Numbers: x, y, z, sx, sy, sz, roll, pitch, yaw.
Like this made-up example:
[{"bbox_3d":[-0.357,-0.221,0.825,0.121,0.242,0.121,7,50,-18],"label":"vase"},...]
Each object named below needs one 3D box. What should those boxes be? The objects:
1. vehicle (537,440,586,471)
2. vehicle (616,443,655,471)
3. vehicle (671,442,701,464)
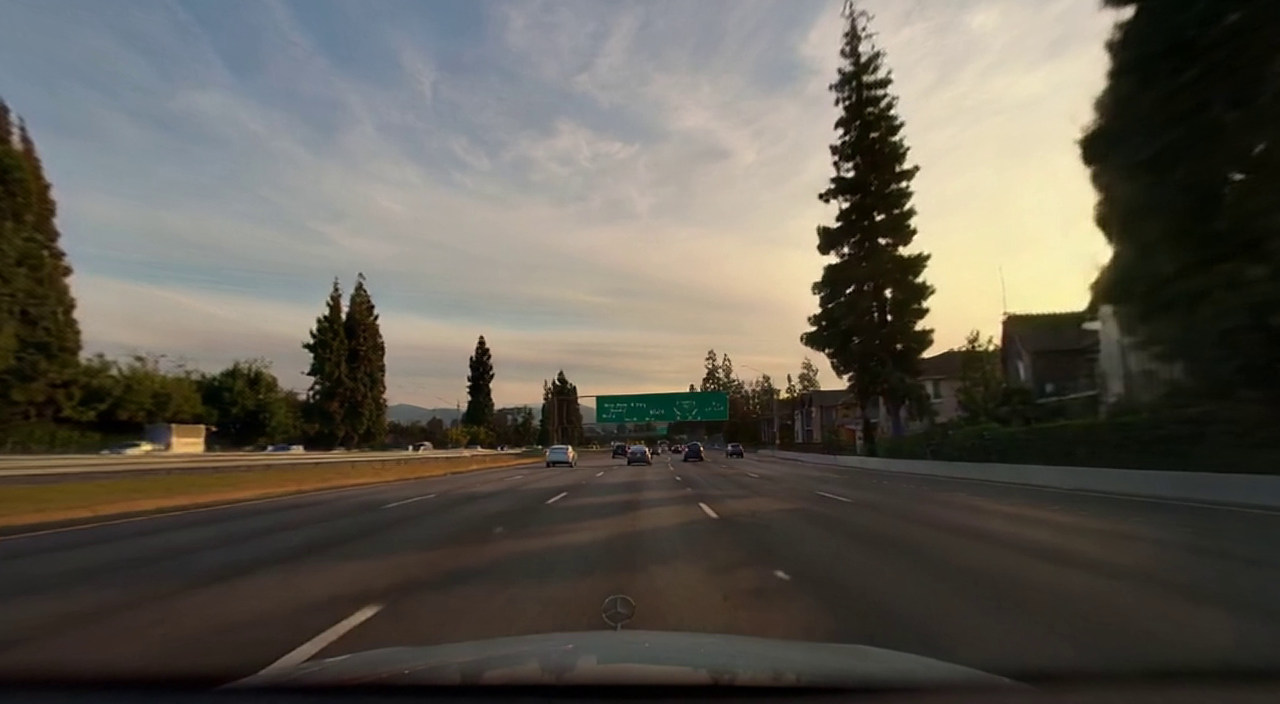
[{"bbox_3d":[-4.589,6.132,37.494,2.260,1.706,4.177,0,-9,1],"label":"vehicle"},{"bbox_3d":[-0.237,6.083,36.750,2.146,1.485,4.332,0,-9,0],"label":"vehicle"},{"bbox_3d":[3.581,7.917,49.810,2.084,1.624,3.935,0,-9,0],"label":"vehicle"}]
